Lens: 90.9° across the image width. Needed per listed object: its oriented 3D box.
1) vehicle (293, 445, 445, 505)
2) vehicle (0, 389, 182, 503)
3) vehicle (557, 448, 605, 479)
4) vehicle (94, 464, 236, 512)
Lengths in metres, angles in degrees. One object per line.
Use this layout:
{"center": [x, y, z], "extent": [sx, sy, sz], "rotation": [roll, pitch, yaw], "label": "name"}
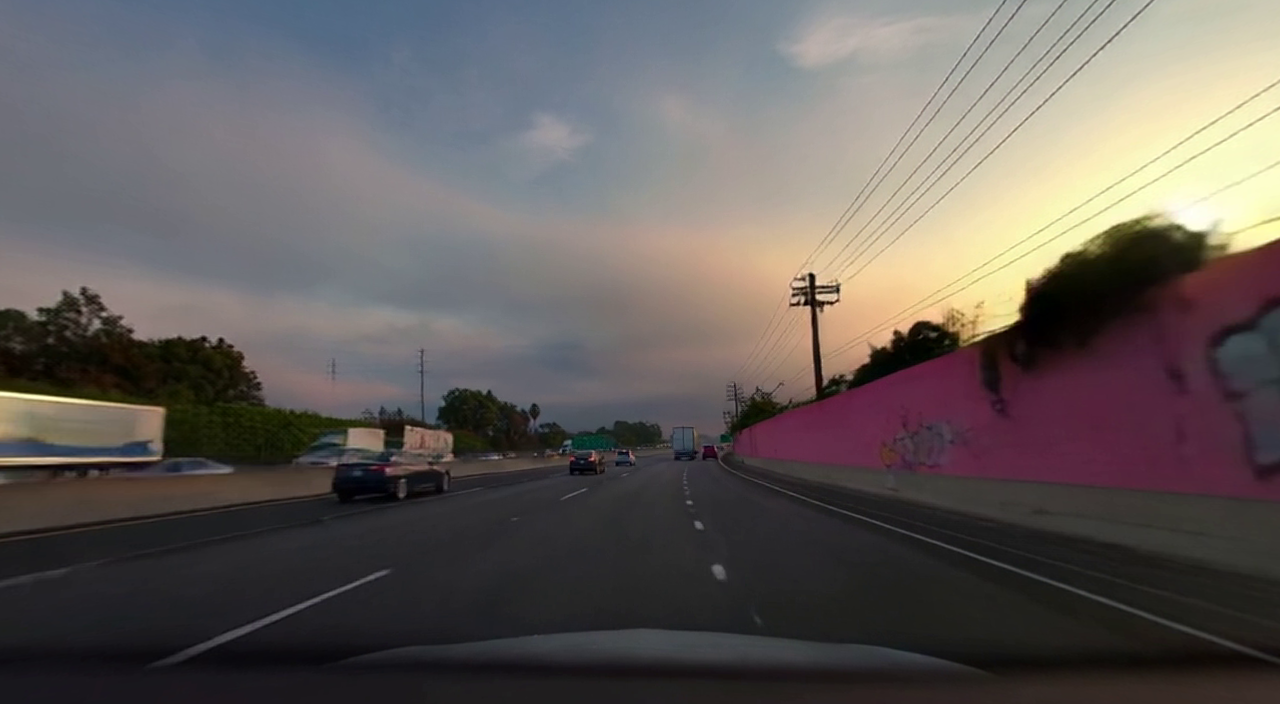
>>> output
{"center": [-7.702, 3.534, 18.575], "extent": [2.142, 1.503, 4.767], "rotation": [-1, -9, 3], "label": "vehicle"}
{"center": [-24.210, 3.468, 23.171], "extent": [2.886, 4.024, 14.699], "rotation": [-1, -9, 4], "label": "vehicle"}
{"center": [-3.103, 5.984, 33.972], "extent": [1.966, 1.565, 3.766], "rotation": [-1, -9, 4], "label": "vehicle"}
{"center": [-15.949, 4.558, 21.450], "extent": [1.789, 1.390, 3.746], "rotation": [-1, -9, 2], "label": "vehicle"}
